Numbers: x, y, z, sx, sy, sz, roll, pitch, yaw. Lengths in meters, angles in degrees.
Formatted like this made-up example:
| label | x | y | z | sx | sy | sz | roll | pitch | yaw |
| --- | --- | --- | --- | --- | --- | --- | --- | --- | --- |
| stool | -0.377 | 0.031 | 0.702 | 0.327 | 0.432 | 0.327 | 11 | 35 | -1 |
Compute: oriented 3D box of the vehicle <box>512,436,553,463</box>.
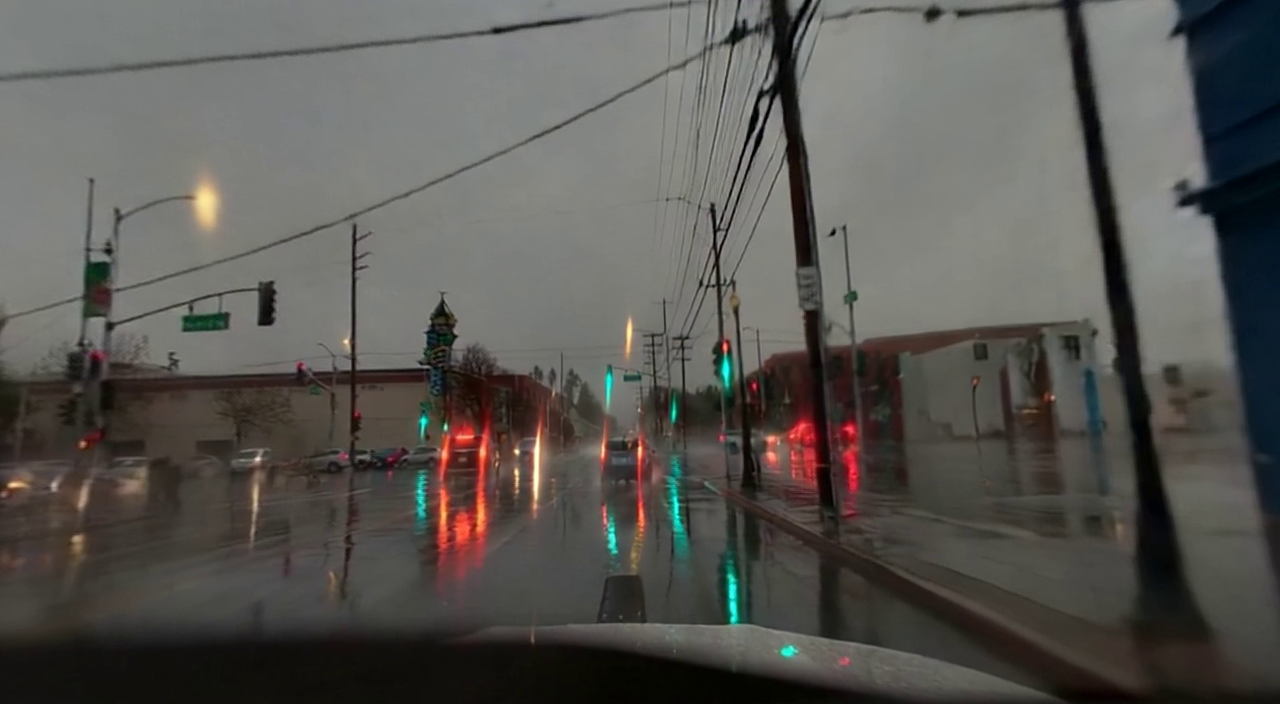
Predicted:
| label | x | y | z | sx | sy | sz | roll | pitch | yaw |
| --- | --- | --- | --- | --- | --- | --- | --- | --- | --- |
| vehicle | -6.147 | 5.557 | 36.125 | 2.097 | 1.457 | 4.439 | 1 | -8 | -10 |

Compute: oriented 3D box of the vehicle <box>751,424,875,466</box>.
| label | x | y | z | sx | sy | sz | roll | pitch | yaw |
| --- | --- | --- | --- | --- | --- | --- | --- | --- | --- |
| vehicle | 7.438 | 4.010 | 27.387 | 4.714 | 1.686 | 1.973 | 1 | -8 | -9 |

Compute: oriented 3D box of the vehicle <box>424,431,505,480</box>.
| label | x | y | z | sx | sy | sz | roll | pitch | yaw |
| --- | --- | --- | --- | --- | --- | --- | --- | --- | --- |
| vehicle | -6.709 | 3.989 | 24.664 | 2.063 | 1.751 | 4.229 | 0 | -8 | -2 |

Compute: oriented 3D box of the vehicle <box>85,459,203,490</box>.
| label | x | y | z | sx | sy | sz | roll | pitch | yaw |
| --- | --- | --- | --- | --- | --- | --- | --- | --- | --- |
| vehicle | -26.116 | 6.440 | 33.360 | 4.479 | 1.484 | 2.036 | 0 | -8 | 0 |

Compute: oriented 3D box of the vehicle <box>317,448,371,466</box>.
| label | x | y | z | sx | sy | sz | roll | pitch | yaw |
| --- | --- | --- | --- | --- | --- | --- | --- | --- | --- |
| vehicle | -23.179 | 8.203 | 49.506 | 3.360 | 1.392 | 1.674 | 0 | -8 | 0 |

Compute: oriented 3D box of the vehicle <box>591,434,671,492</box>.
| label | x | y | z | sx | sy | sz | roll | pitch | yaw |
| --- | --- | --- | --- | --- | --- | --- | --- | --- | --- |
| vehicle | -0.157 | 3.181 | 18.554 | 2.059 | 1.497 | 4.260 | 0 | -8 | 2 |
